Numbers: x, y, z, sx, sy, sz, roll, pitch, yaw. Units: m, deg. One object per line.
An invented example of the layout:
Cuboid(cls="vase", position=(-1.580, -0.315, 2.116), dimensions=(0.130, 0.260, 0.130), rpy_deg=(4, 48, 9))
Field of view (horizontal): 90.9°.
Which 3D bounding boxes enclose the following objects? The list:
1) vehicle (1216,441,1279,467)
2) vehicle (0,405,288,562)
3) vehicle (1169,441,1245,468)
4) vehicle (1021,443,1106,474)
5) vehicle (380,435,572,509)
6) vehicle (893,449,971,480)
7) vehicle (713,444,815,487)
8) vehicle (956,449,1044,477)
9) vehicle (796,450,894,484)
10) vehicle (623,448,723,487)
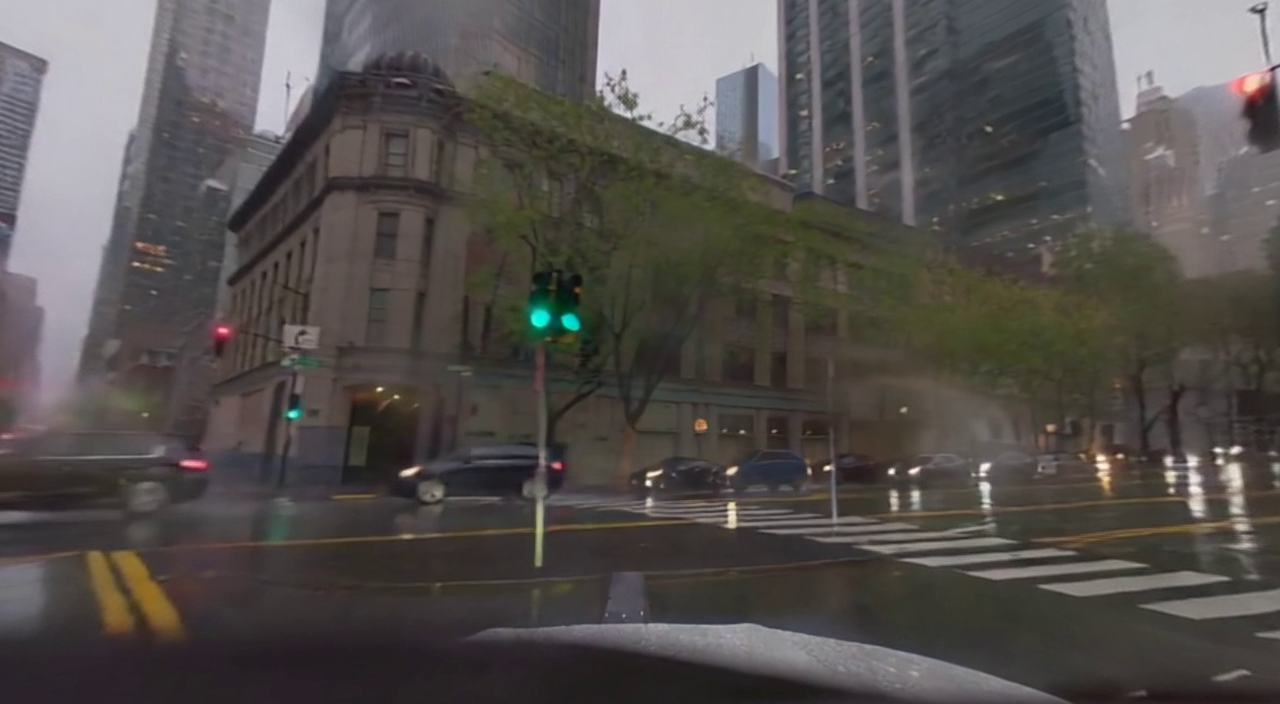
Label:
Cuboid(cls="vehicle", position=(43.237, 7.263, 44.619), dimensions=(4.298, 1.490, 1.772), rpy_deg=(8, -13, -21))
Cuboid(cls="vehicle", position=(-7.217, 1.529, 7.614), dimensions=(1.926, 1.624, 4.749), rpy_deg=(-5, -10, 30))
Cuboid(cls="vehicle", position=(38.430, 6.927, 42.732), dimensions=(4.574, 1.700, 1.911), rpy_deg=(4, -10, -23))
Cuboid(cls="vehicle", position=(25.154, 6.298, 37.440), dimensions=(4.502, 1.696, 1.884), rpy_deg=(4, -10, -22))
Cuboid(cls="vehicle", position=(-4.058, 2.936, 15.814), dimensions=(4.291, 1.606, 1.859), rpy_deg=(5, -10, -28))
Cuboid(cls="vehicle", position=(15.627, 5.973, 33.762), dimensions=(3.522, 1.546, 1.721), rpy_deg=(4, -10, -22))
Cuboid(cls="vehicle", position=(5.830, 5.277, 29.669), dimensions=(4.289, 1.875, 1.963), rpy_deg=(4, -10, -23))
Cuboid(cls="vehicle", position=(20.185, 6.186, 35.363), dimensions=(4.494, 1.481, 1.783), rpy_deg=(4, -10, -22))
Cuboid(cls="vehicle", position=(10.164, 5.667, 31.289), dimensions=(4.418, 1.556, 1.814), rpy_deg=(4, -10, -22))
Cuboid(cls="vehicle", position=(1.449, 5.083, 27.938), dimensions=(4.035, 1.586, 1.738), rpy_deg=(4, -10, -23))
